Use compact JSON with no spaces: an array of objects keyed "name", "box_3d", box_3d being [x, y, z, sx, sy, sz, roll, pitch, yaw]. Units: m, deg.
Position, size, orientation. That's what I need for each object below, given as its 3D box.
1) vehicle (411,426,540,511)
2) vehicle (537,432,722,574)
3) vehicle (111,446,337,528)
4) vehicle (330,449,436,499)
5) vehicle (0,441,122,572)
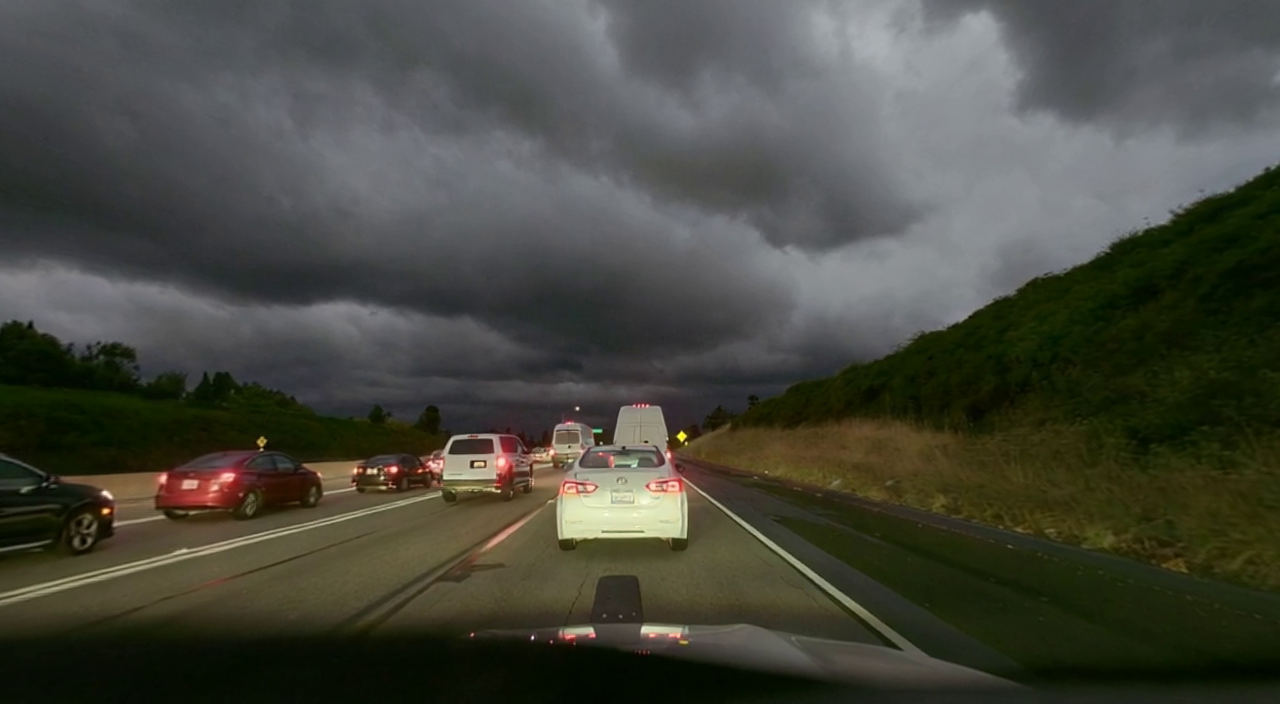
[{"name":"vehicle","box_3d":[-4.126,3.024,16.753,2.055,1.913,4.584,-1,-9,2]},{"name":"vehicle","box_3d":[-0.145,1.898,8.564,1.995,1.495,3.380,0,-9,-1]},{"name":"vehicle","box_3d":[-8.708,2.823,13.822,1.884,1.484,4.389,-1,-9,1]},{"name":"vehicle","box_3d":[-8.406,3.991,21.050,1.826,1.465,3.916,-1,-9,1]},{"name":"vehicle","box_3d":[-8.287,1.683,6.610,1.864,1.492,4.453,-1,-9,1]}]
